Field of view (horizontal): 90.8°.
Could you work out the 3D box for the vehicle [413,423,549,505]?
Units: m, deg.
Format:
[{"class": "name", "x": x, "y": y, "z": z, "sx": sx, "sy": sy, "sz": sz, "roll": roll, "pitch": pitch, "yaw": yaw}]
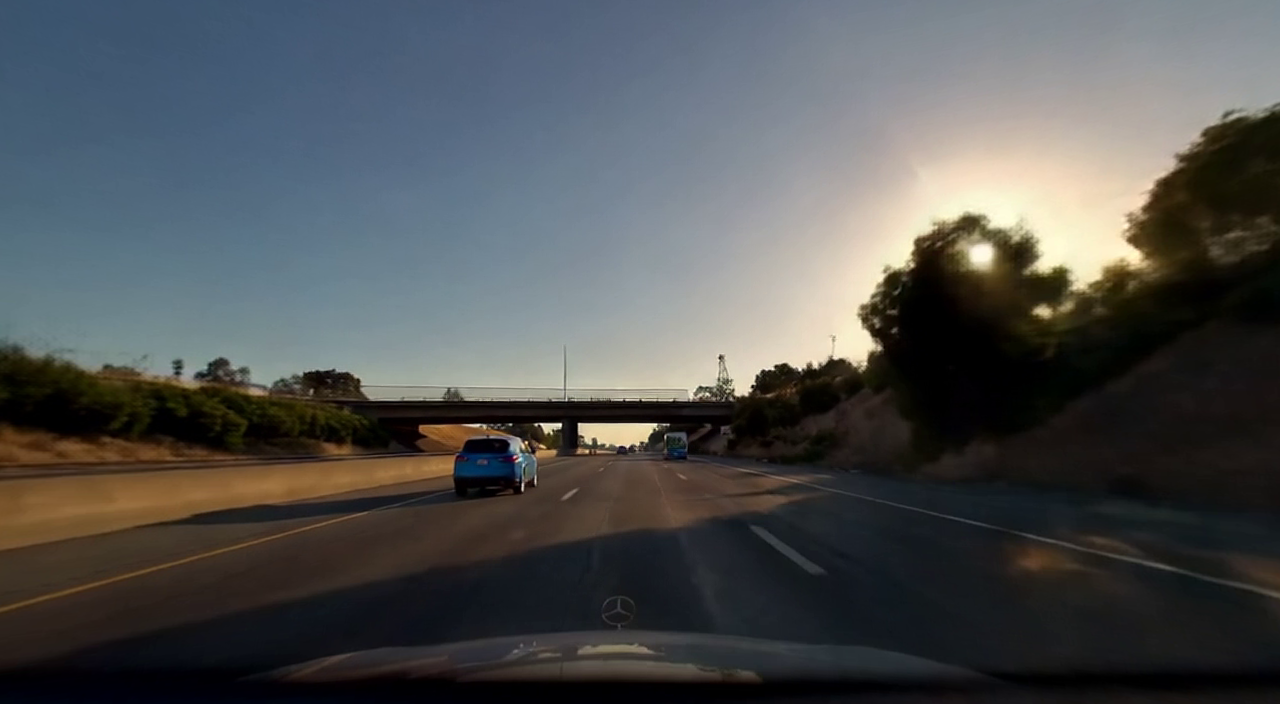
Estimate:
[{"class": "vehicle", "x": -3.848, "y": 2.851, "z": 16.465, "sx": 2.205, "sy": 1.773, "sz": 5.124, "roll": 0, "pitch": -8, "yaw": 0}]
